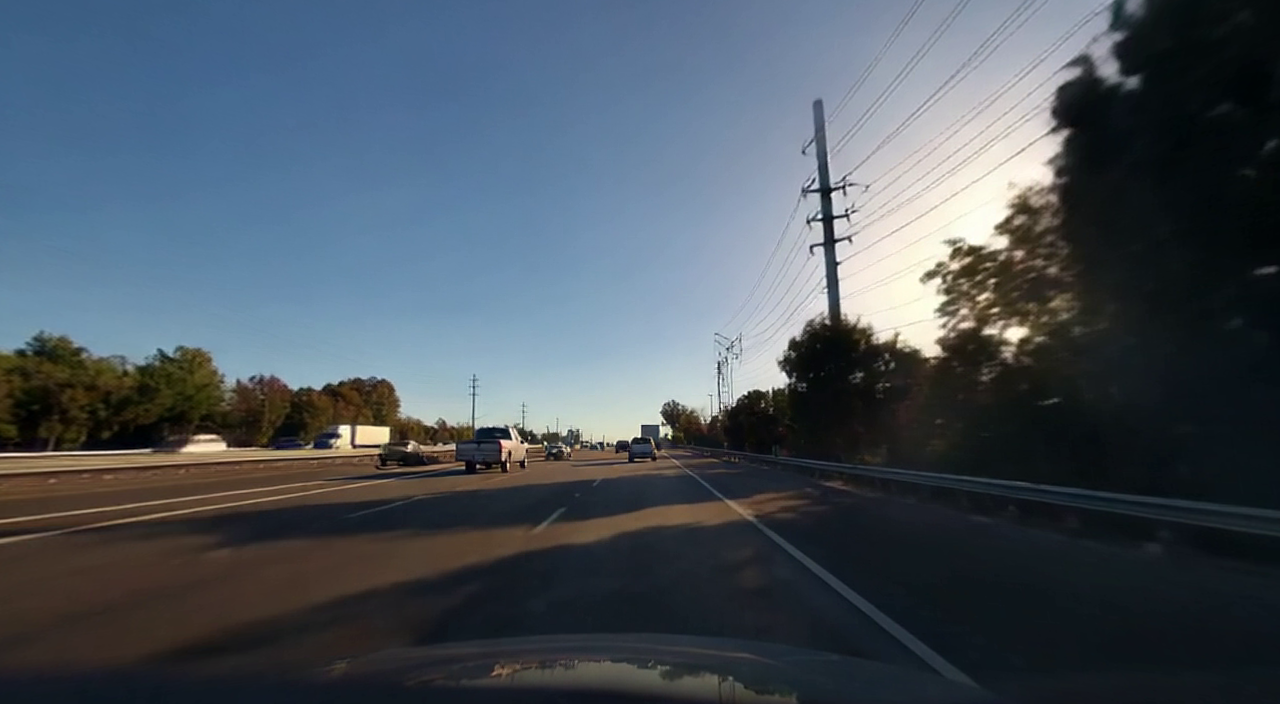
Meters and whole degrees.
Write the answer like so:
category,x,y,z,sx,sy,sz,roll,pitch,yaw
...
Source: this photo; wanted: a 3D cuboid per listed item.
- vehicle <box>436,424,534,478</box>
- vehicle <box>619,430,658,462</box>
category,x,y,z,sx,sy,sz,roll,pitch,yaw
vehicle,-6.335,4.149,26.794,2.460,1.992,6.474,0,-8,0
vehicle,-0.032,6.263,42.136,2.448,2.025,5.193,-1,-8,1
